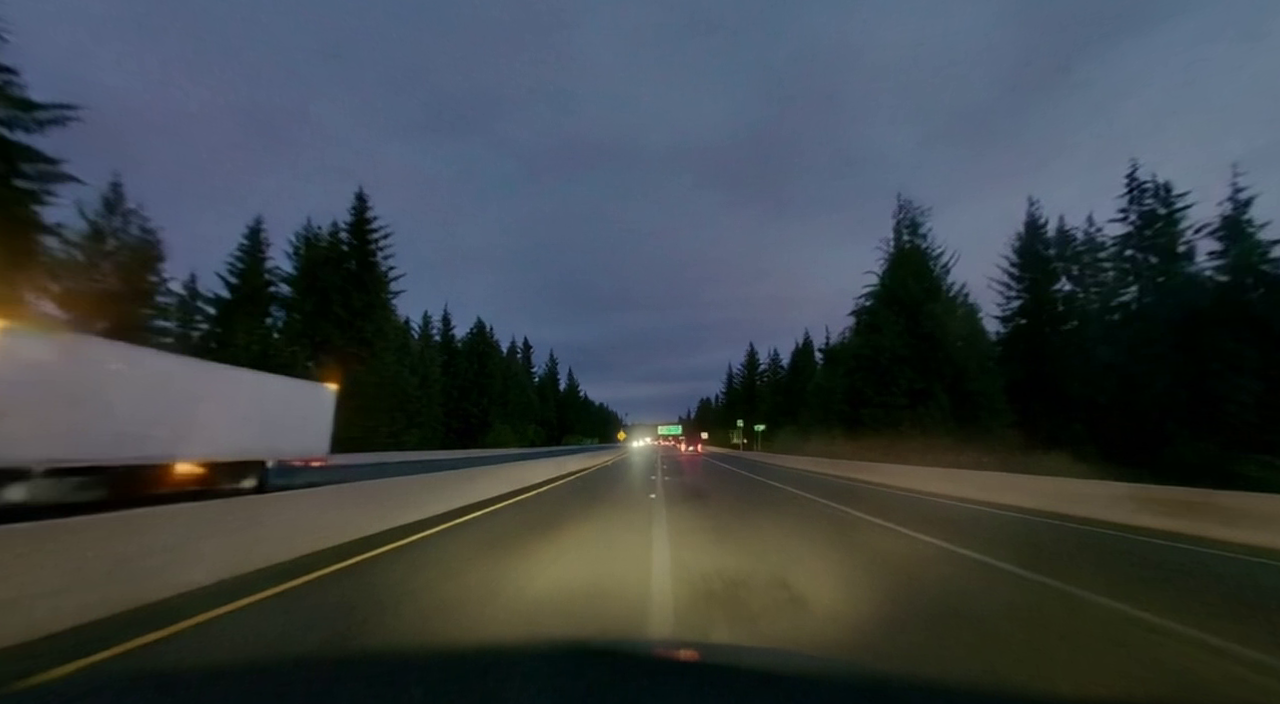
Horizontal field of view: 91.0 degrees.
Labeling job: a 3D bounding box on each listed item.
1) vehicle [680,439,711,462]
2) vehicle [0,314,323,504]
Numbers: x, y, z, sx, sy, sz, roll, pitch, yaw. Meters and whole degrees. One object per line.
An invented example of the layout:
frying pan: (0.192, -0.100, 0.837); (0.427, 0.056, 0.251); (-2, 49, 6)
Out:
vehicle: (4.012, 7.184, 45.997); (1.954, 1.550, 4.140); (0, -8, 1)
vehicle: (-15.135, 2.071, 19.384); (2.880, 4.103, 14.302); (0, -8, 2)
